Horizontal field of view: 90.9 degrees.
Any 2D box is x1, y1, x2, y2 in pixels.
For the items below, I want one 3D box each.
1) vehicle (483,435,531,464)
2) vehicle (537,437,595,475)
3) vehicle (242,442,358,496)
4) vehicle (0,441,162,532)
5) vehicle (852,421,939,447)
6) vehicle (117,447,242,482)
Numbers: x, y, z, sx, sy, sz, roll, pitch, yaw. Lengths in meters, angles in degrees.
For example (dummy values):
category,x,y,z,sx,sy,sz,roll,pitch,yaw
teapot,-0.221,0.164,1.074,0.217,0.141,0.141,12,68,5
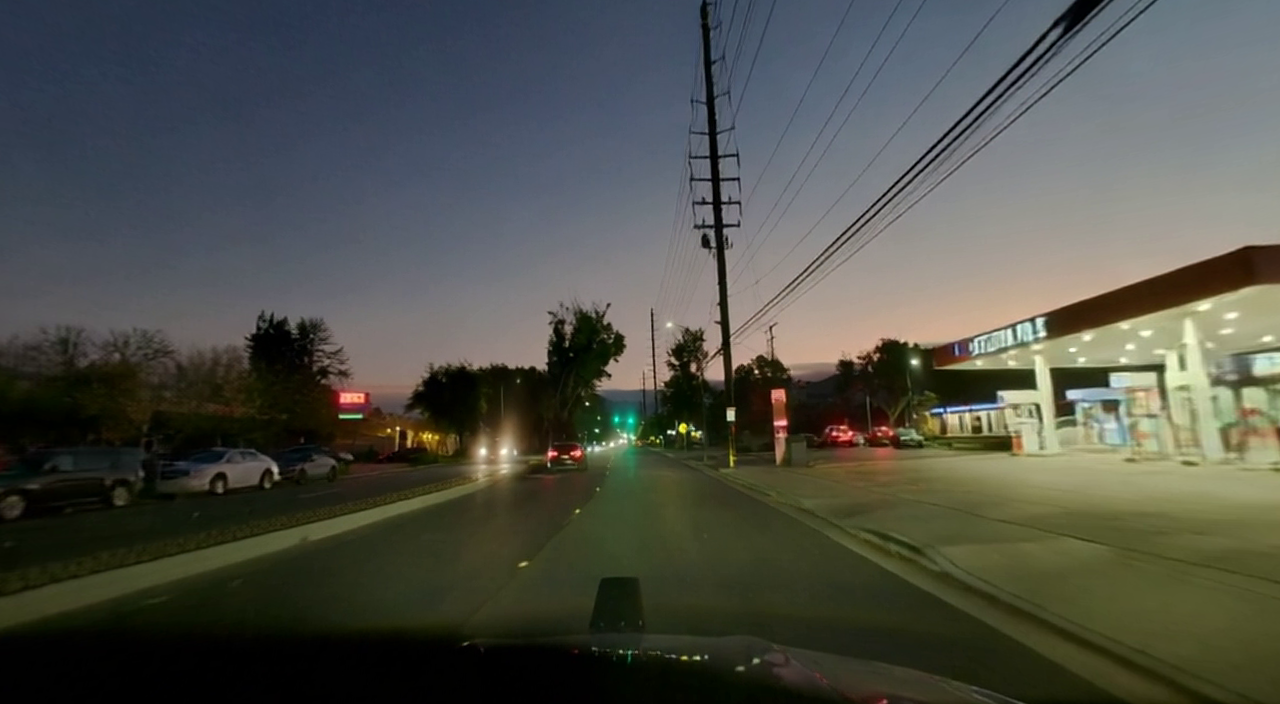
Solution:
category,x,y,z,sx,sy,sz,roll,pitch,yaw
vehicle,-10.190,7.510,48.779,2.437,2.069,5.159,-1,-8,2
vehicle,-3.119,4.462,27.309,2.073,1.525,3.968,0,-8,-1
vehicle,-15.035,5.141,28.287,2.353,2.144,4.847,-1,-8,2
vehicle,-16.016,3.488,17.084,2.336,2.092,4.625,0,-8,1
vehicle,17.173,5.532,42.532,4.943,1.646,2.072,0,-8,-2
vehicle,-23.785,5.805,32.757,4.687,1.696,2.269,0,-8,0
